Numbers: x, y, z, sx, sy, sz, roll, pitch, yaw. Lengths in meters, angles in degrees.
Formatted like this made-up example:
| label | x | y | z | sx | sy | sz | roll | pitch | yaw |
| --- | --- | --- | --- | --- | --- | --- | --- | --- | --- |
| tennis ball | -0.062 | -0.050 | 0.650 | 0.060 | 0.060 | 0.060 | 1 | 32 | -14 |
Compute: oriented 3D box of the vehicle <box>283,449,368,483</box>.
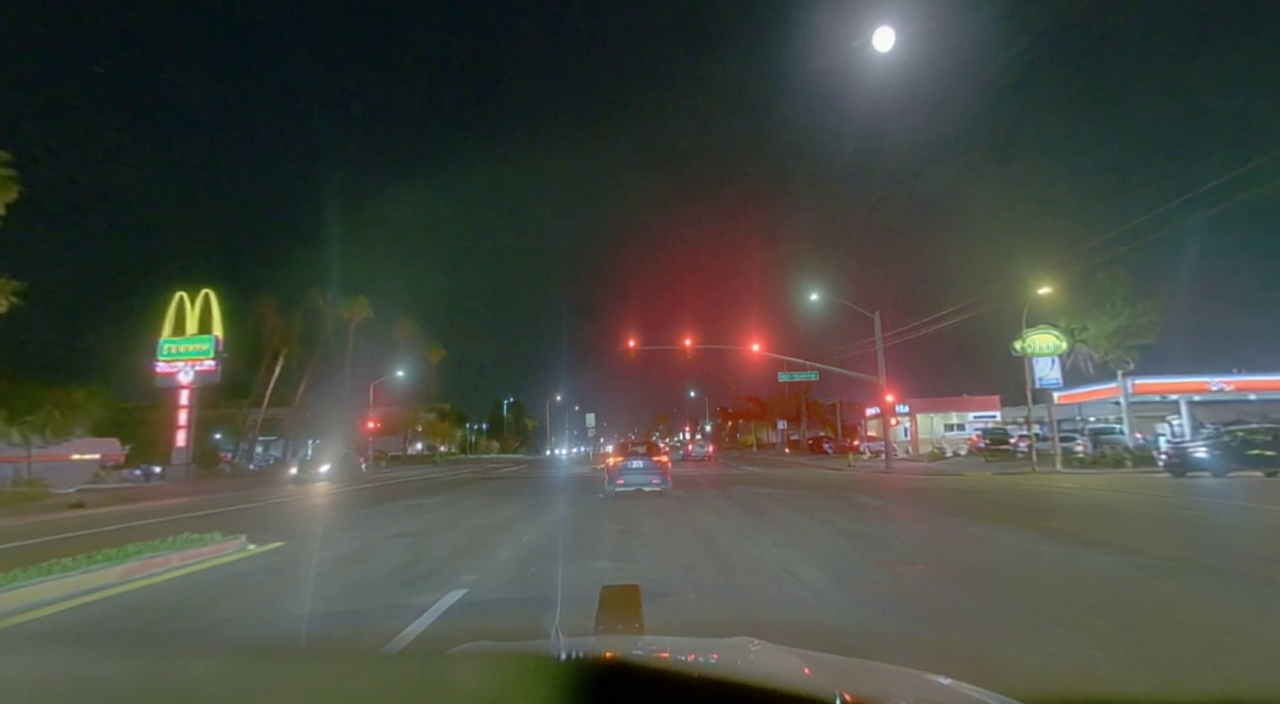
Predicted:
| label | x | y | z | sx | sy | sz | roll | pitch | yaw |
| --- | --- | --- | --- | --- | --- | --- | --- | --- | --- |
| vehicle | -15.417 | 5.589 | 31.286 | 1.896 | 1.508 | 4.659 | 0 | -8 | -1 |

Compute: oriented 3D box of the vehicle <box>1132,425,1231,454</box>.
| label | x | y | z | sx | sy | sz | roll | pitch | yaw |
| --- | --- | --- | --- | --- | --- | --- | --- | --- | --- |
| vehicle | 31.890 | 5.202 | 37.405 | 1.903 | 1.630 | 4.320 | 0 | -8 | -1 |

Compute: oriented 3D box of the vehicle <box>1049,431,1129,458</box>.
| label | x | y | z | sx | sy | sz | roll | pitch | yaw |
| --- | --- | --- | --- | --- | --- | --- | --- | --- | --- |
| vehicle | 26.349 | 5.463 | 37.243 | 1.923 | 1.501 | 3.849 | -1 | -8 | 2 |

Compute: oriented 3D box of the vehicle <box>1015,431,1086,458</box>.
| label | x | y | z | sx | sy | sz | roll | pitch | yaw |
| --- | --- | --- | --- | --- | --- | --- | --- | --- | --- |
| vehicle | 24.271 | 5.499 | 37.485 | 1.738 | 1.462 | 3.609 | 0 | -8 | 0 |

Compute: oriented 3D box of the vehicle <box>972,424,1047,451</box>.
| label | x | y | z | sx | sy | sz | roll | pitch | yaw |
| --- | --- | --- | --- | --- | --- | --- | --- | --- | --- |
| vehicle | 24.579 | 5.709 | 42.112 | 3.783 | 1.560 | 1.853 | -4 | -10 | 11 |

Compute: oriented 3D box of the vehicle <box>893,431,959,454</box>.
| label | x | y | z | sx | sy | sz | roll | pitch | yaw |
| --- | --- | --- | --- | --- | --- | --- | --- | --- | --- |
| vehicle | 19.553 | 6.223 | 43.297 | 3.833 | 1.495 | 1.892 | -3 | -9 | 18 |

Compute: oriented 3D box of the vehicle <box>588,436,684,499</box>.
| label | x | y | z | sx | sy | sz | roll | pitch | yaw |
| --- | --- | --- | --- | --- | --- | --- | --- | --- | --- |
| vehicle | -0.120 | 3.101 | 17.398 | 2.270 | 1.475 | 4.571 | 0 | -8 | -1 |
